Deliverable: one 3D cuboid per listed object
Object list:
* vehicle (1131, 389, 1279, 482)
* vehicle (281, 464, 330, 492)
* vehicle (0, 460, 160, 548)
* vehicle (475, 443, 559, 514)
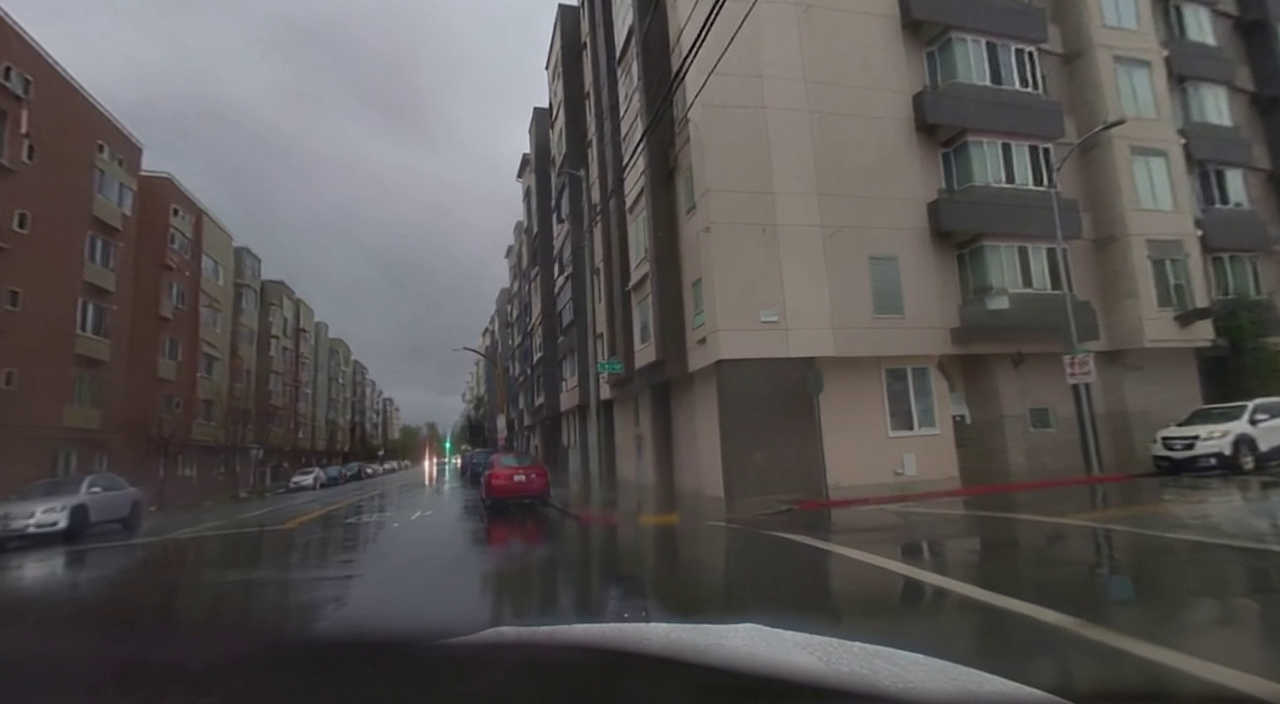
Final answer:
[{"bbox_3d":[15.750,2.064,16.482,4.259,2.102,2.376,-1,-5,-17],"label":"vehicle"},{"bbox_3d":[-22.314,8.392,42.192,2.032,1.641,4.162,2,-9,-17],"label":"vehicle"},{"bbox_3d":[-14.972,3.861,16.636,2.140,1.874,4.475,2,-9,-17],"label":"vehicle"},{"bbox_3d":[-3.894,3.774,19.293,2.164,1.721,4.416,-2,-8,-15],"label":"vehicle"}]
